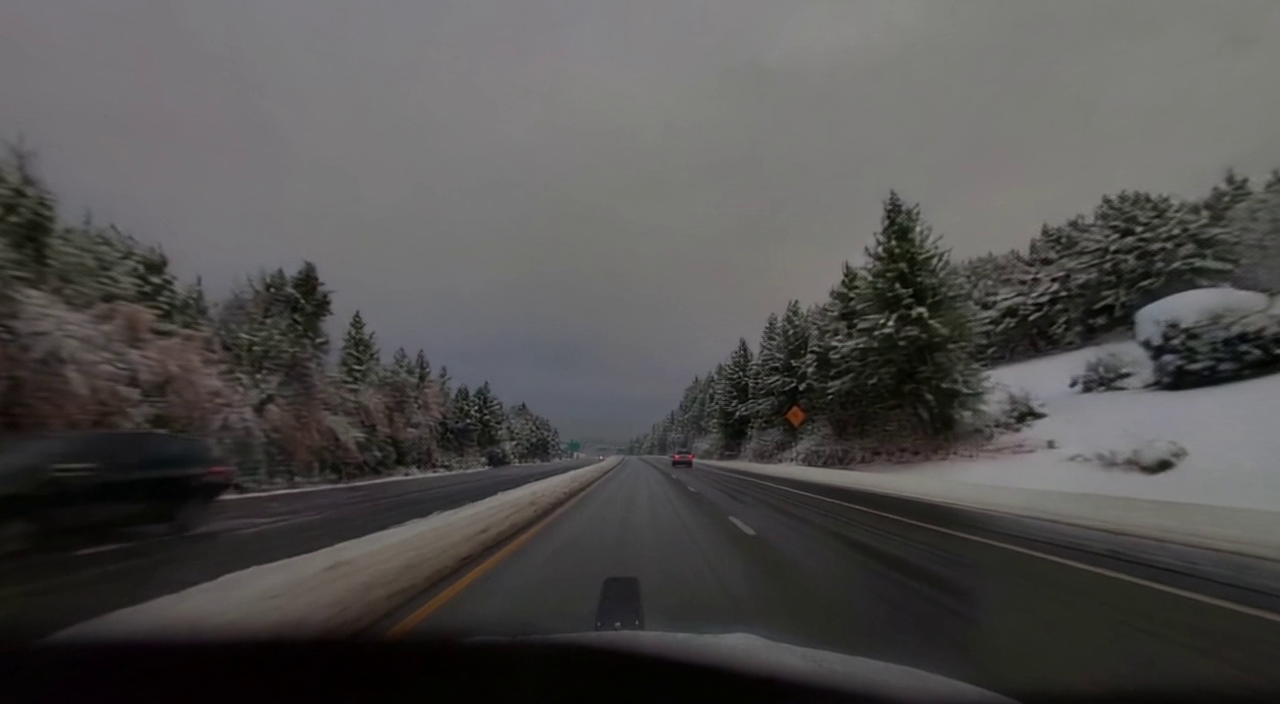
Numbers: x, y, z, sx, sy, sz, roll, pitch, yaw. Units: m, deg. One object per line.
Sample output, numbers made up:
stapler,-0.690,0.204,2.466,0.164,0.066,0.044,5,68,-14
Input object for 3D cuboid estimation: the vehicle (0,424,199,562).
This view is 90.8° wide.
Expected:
vehicle,-9.302,2.014,9.453,2.177,1.747,4.436,0,-9,0
